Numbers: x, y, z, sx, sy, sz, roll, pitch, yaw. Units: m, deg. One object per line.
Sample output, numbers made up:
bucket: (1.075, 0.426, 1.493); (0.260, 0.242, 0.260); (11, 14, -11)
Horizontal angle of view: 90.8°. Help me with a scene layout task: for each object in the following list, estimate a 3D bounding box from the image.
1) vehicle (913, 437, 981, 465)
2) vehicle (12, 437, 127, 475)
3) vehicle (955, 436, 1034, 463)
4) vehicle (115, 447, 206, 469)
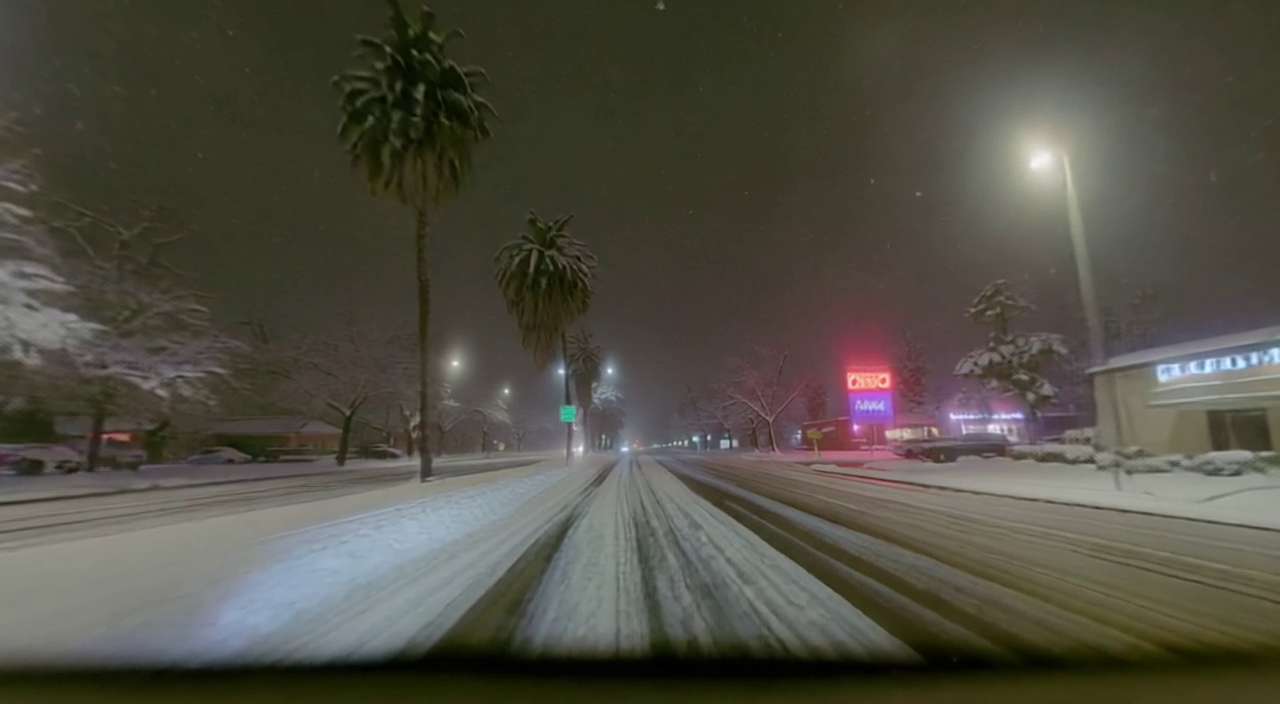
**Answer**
vehicle: (17.891, 5.765, 37.013); (1.852, 1.487, 3.896); (-1, -8, -3)
vehicle: (-32.430, 5.909, 36.023); (4.437, 2.070, 2.023); (0, -9, -2)
vehicle: (20.700, 5.747, 37.160); (1.986, 1.454, 4.332); (-1, -9, -2)
vehicle: (-32.563, 7.193, 43.002); (4.527, 1.453, 2.006); (0, -9, -1)
